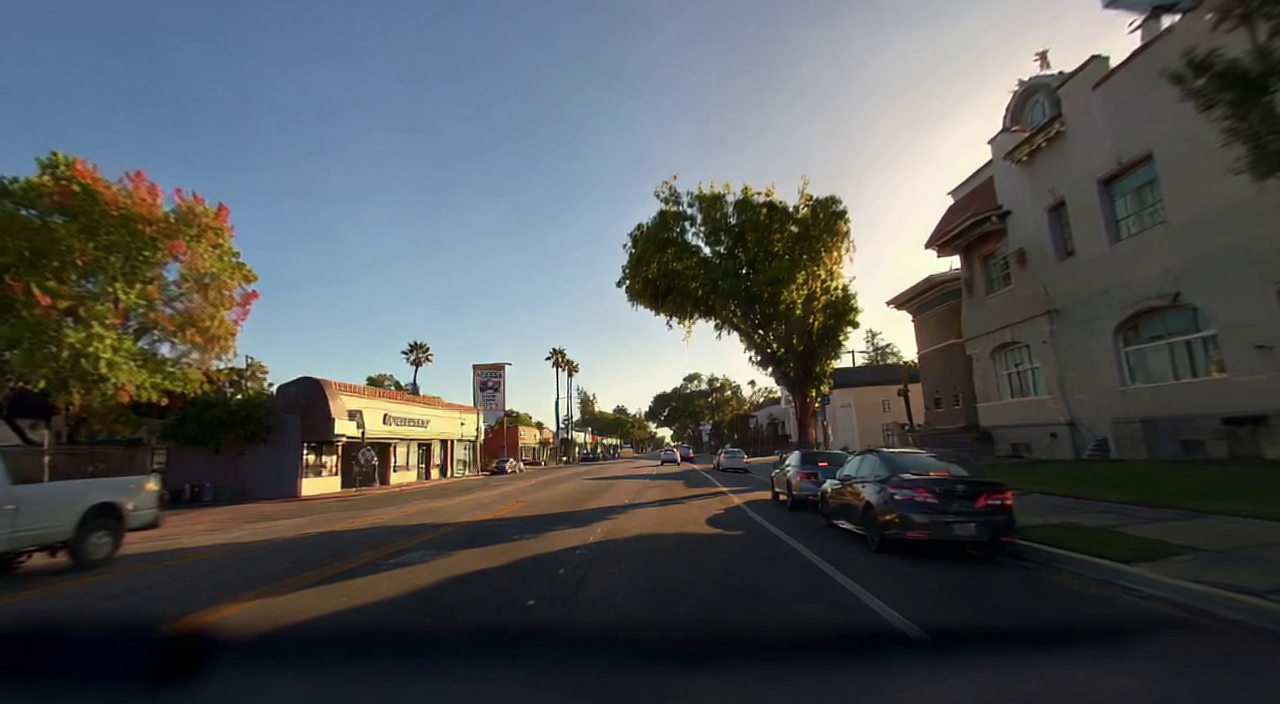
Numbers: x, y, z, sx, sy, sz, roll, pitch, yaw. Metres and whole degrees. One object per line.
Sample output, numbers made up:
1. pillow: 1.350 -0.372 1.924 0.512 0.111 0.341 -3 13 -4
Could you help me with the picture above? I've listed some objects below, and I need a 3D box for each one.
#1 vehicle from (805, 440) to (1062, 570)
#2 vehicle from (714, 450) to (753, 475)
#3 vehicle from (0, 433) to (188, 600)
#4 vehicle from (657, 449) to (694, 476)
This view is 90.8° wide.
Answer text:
1. vehicle: 4.156 2.198 10.021 2.025 1.538 4.707 -1 -9 3
2. vehicle: 5.893 7.019 40.339 1.834 1.504 4.331 0 -9 0
3. vehicle: -8.375 1.925 7.617 2.356 1.842 5.364 1 -9 -7
4. vehicle: 2.092 6.542 37.766 2.067 1.477 4.653 0 -9 3
